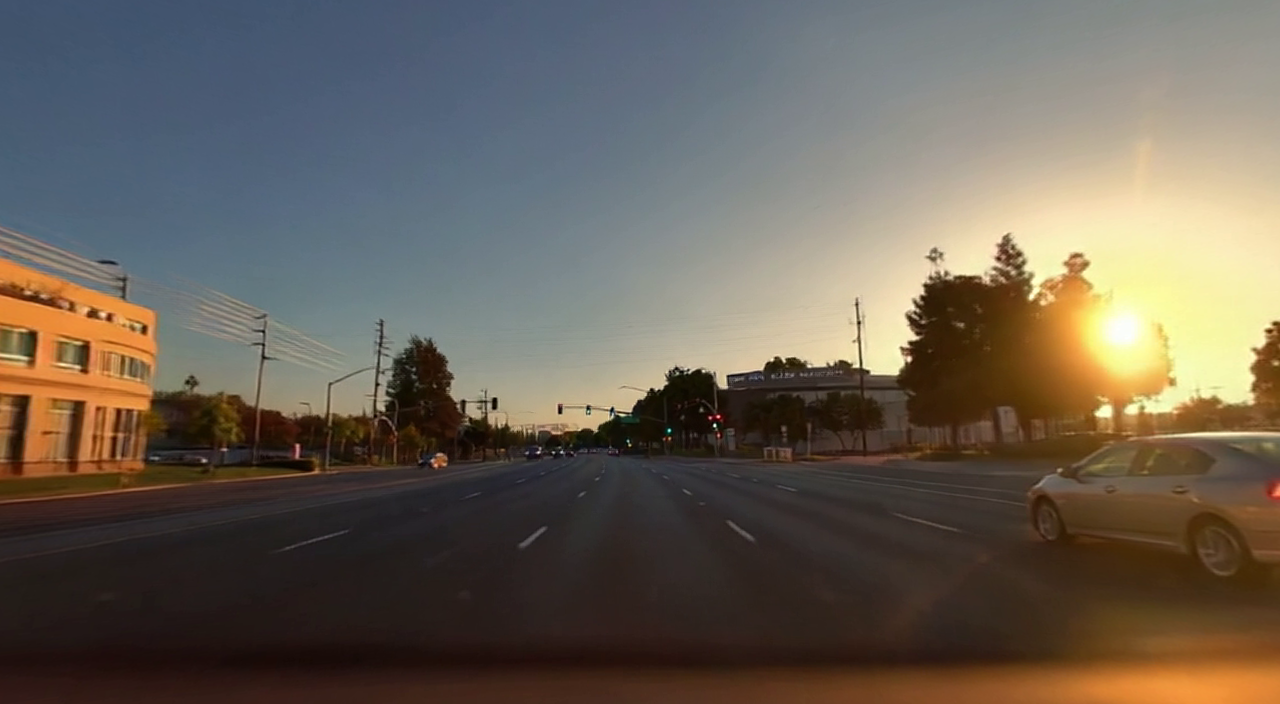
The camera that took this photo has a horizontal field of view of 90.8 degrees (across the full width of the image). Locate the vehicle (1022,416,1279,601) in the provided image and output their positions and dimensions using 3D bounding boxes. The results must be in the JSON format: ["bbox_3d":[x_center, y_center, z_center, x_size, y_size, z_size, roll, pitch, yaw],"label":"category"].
[{"bbox_3d":[6.236,1.429,6.194,2.070,1.491,4.575,0,-9,-1],"label":"vehicle"}]
